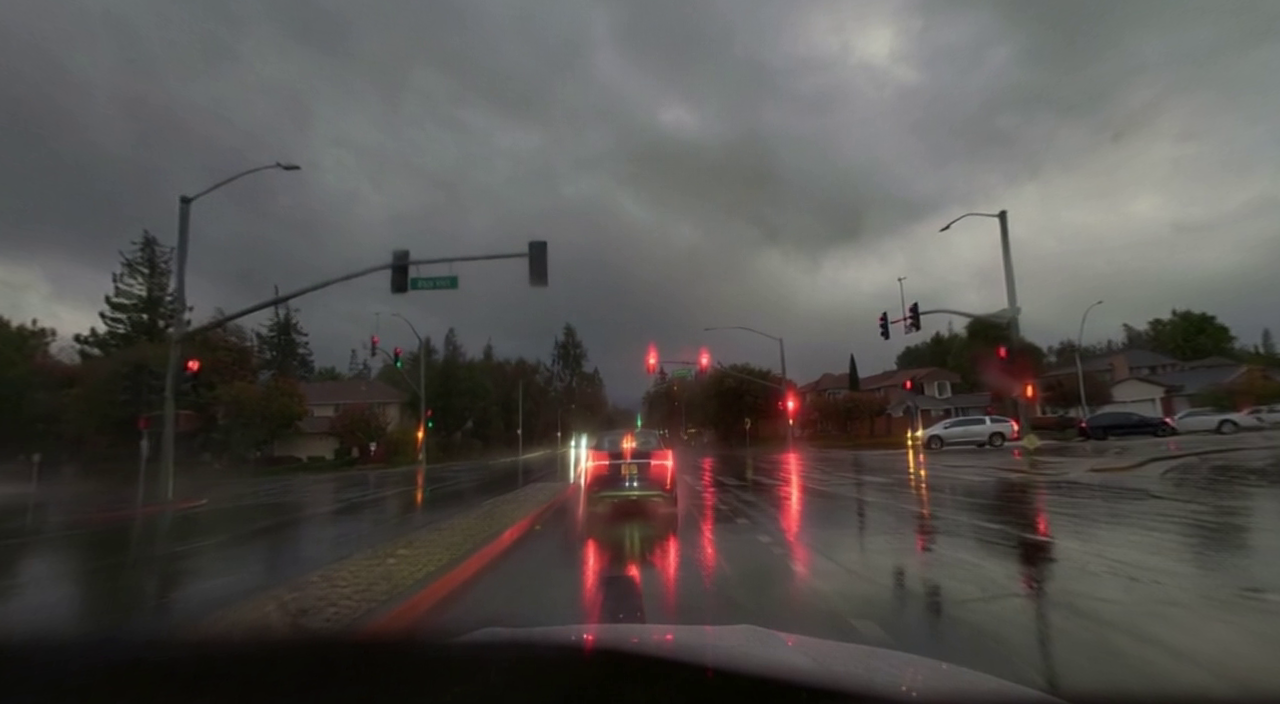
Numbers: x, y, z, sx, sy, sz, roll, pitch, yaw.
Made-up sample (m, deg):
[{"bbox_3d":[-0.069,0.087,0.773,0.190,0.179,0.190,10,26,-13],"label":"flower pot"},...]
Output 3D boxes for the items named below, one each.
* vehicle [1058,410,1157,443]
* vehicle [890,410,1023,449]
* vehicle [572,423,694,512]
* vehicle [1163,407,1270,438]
[{"bbox_3d":[28.663,4.608,38.821,4.557,1.899,1.996,1,-8,-5],"label":"vehicle"},{"bbox_3d":[17.784,4.384,35.782,6.025,2.000,2.876,1,-7,-2],"label":"vehicle"},{"bbox_3d":[0.024,2.360,13.367,2.074,1.570,3.647,0,-8,7],"label":"vehicle"},{"bbox_3d":[35.922,4.416,39.415,4.735,1.784,2.094,1,-7,-3],"label":"vehicle"}]
